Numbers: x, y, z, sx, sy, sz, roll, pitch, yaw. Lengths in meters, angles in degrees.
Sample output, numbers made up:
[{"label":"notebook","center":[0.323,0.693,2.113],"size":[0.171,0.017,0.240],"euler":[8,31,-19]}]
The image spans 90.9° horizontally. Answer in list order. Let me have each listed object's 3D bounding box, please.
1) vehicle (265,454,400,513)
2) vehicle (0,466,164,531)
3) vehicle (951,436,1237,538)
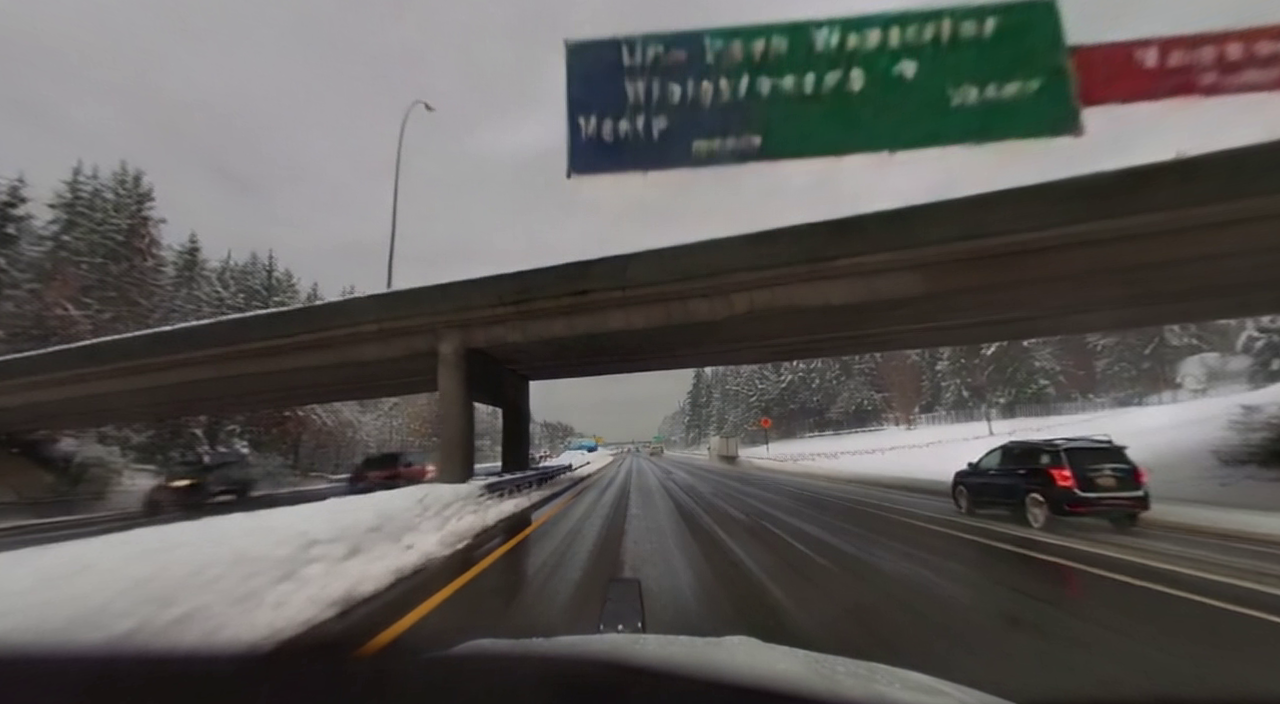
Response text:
[{"label":"vehicle","center":[-8.452,3.619,17.744],"size":[1.901,1.453,3.747],"euler":[0,-9,-1]},{"label":"vehicle","center":[-16.282,4.058,17.976],"size":[1.850,1.488,4.530],"euler":[0,-9,-1]},{"label":"vehicle","center":[7.725,2.329,11.414],"size":[1.987,1.473,4.244],"euler":[0,-9,0]}]
